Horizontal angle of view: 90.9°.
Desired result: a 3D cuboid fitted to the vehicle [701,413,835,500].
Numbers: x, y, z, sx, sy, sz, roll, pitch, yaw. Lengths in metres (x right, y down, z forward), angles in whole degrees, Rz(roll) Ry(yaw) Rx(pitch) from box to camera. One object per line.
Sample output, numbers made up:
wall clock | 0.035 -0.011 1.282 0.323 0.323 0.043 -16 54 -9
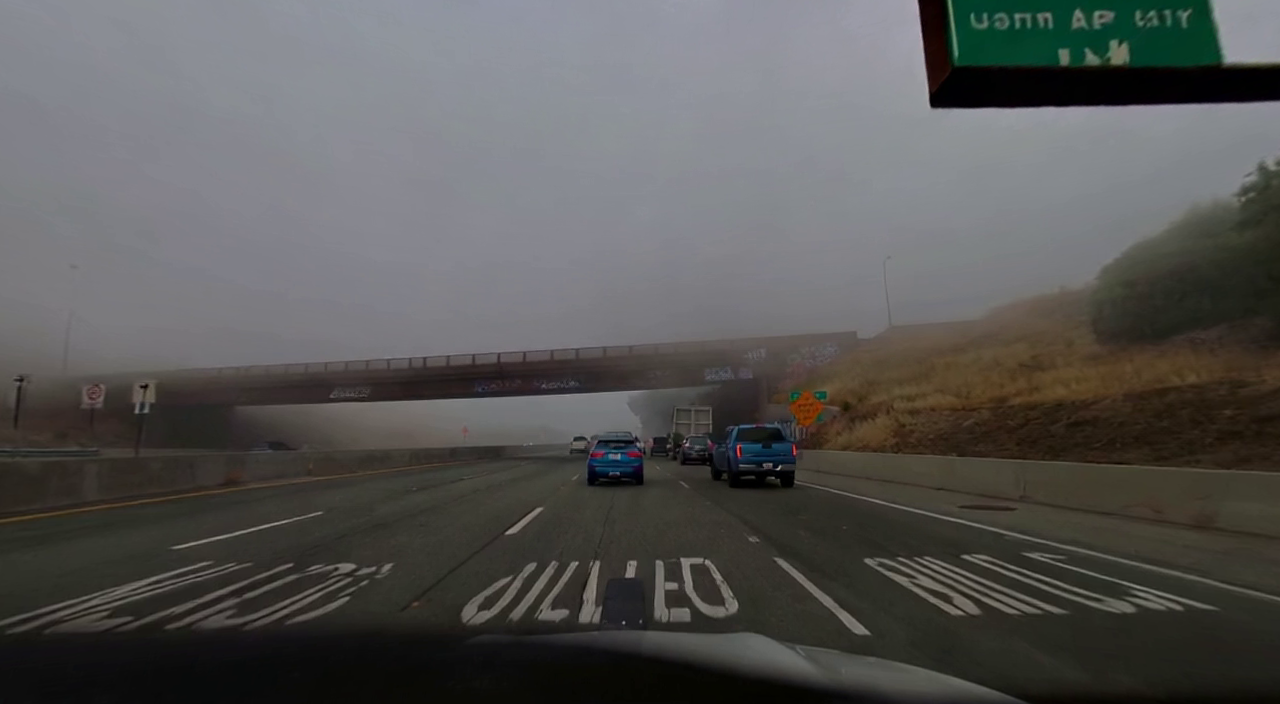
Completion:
vehicle | 3.154 2.769 17.142 2.311 1.922 5.977 0 -8 -1

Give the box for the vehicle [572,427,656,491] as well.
vehicle | -0.708 3.094 18.502 2.193 1.651 3.946 0 -8 -1

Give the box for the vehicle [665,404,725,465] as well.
vehicle | 3.288 5.249 39.763 2.873 3.408 7.323 0 -8 -1
